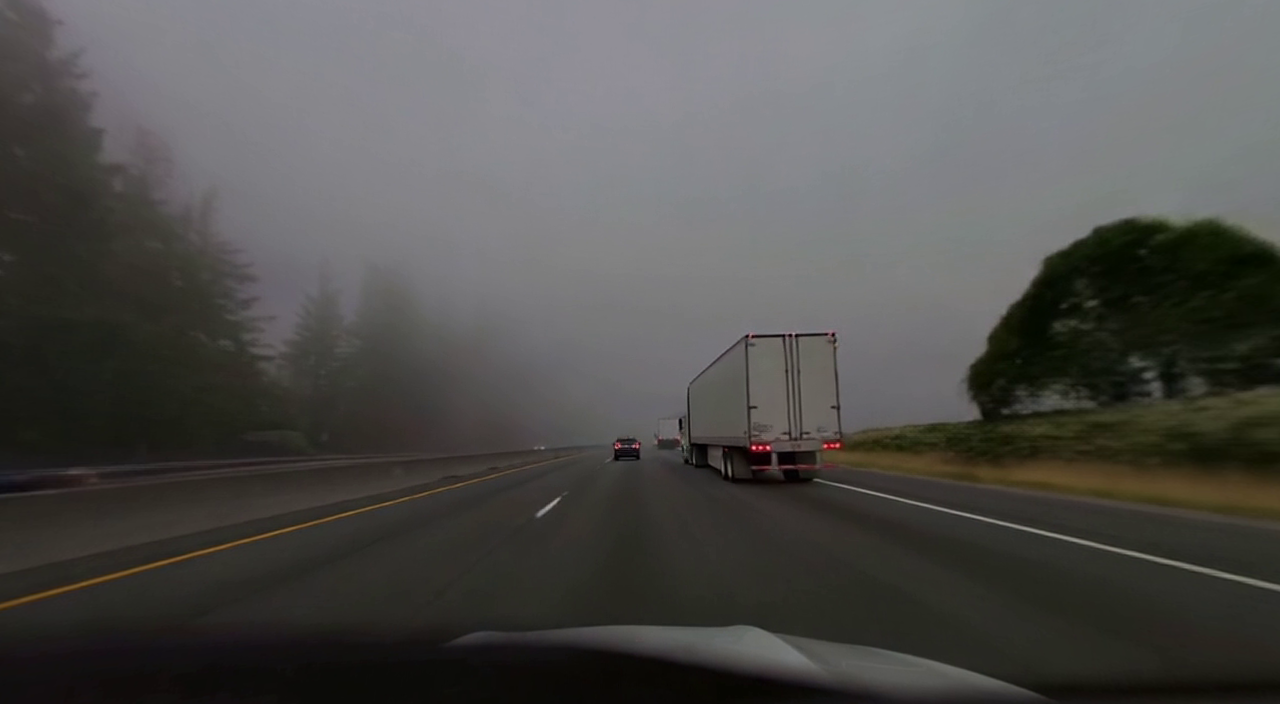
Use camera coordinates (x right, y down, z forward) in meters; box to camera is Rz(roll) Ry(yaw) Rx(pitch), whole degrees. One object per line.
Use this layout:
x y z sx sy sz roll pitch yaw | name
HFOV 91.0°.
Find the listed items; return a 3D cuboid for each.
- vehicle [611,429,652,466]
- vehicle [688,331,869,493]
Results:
-0.499 5.489 36.322 2.211 1.933 4.315 0 -8 -1 | vehicle
4.050 2.515 23.247 3.005 4.121 14.417 0 -8 -2 | vehicle
